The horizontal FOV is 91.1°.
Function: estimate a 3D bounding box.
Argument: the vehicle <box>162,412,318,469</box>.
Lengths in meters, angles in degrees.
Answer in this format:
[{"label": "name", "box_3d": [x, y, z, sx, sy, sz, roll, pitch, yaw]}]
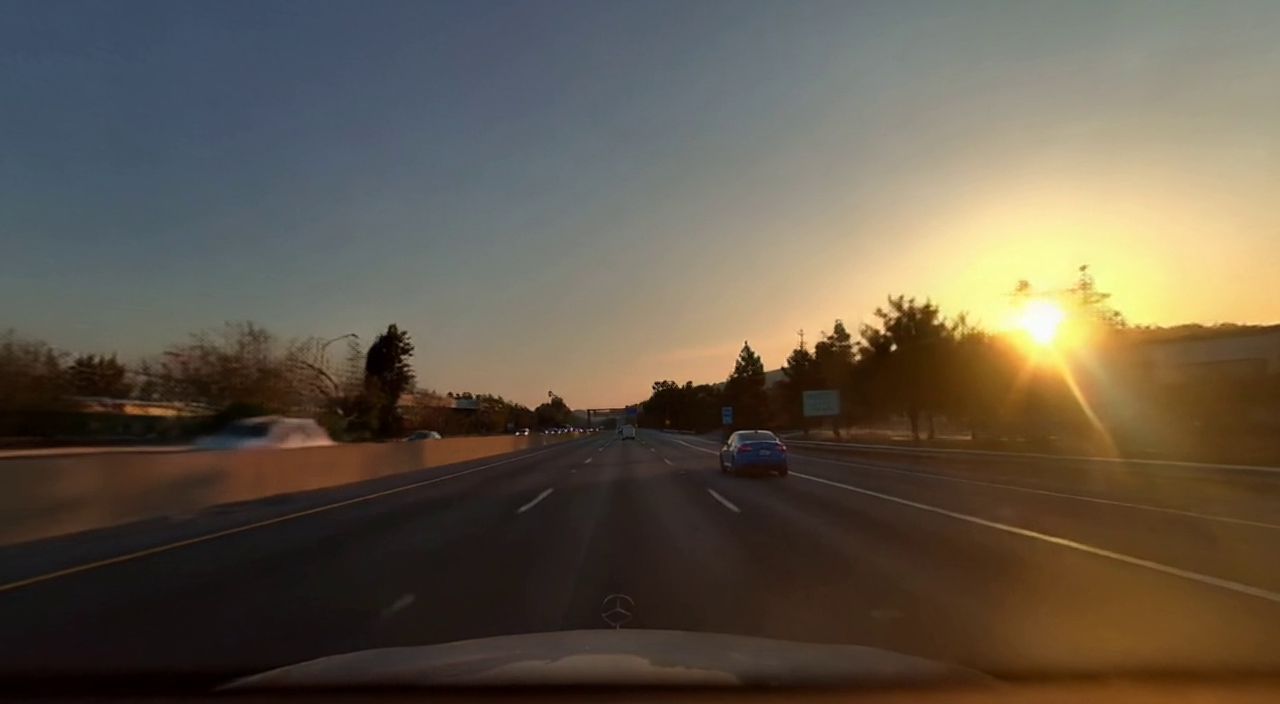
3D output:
[{"label": "vehicle", "box_3d": [-12.838, 2.884, 20.629, 1.984, 1.626, 4.741, 0, -8, 0]}]

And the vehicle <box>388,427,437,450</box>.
[{"label": "vehicle", "box_3d": [-17.039, 6.504, 47.312, 2.023, 1.579, 4.561, 0, -8, -1]}]

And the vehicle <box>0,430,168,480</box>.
[{"label": "vehicle", "box_3d": [-19.358, 3.552, 22.131, 1.922, 1.550, 4.669, 0, -8, -1]}]

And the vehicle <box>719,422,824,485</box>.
[{"label": "vehicle", "box_3d": [3.567, 2.821, 17.820, 1.973, 1.563, 3.959, 0, -8, -2]}]
